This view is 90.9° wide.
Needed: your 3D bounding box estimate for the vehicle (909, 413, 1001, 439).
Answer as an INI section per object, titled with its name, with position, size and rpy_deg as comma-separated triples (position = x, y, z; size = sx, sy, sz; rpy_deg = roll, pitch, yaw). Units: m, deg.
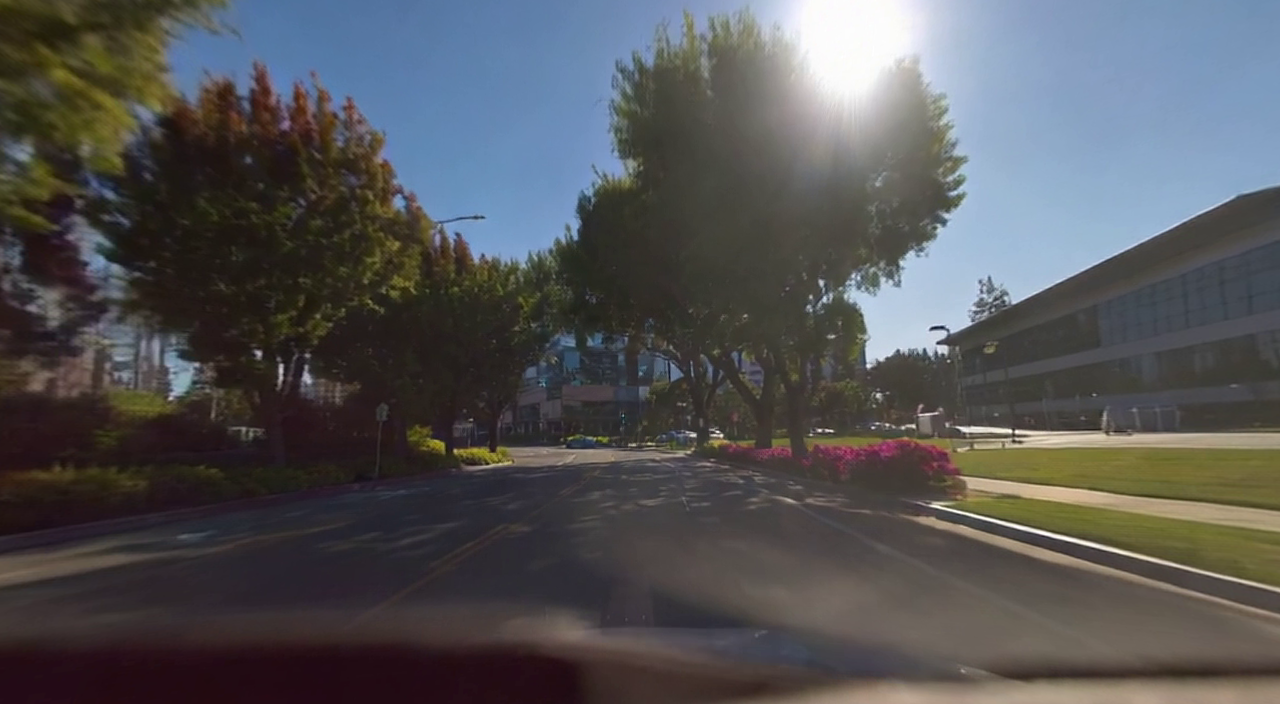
[vehicle]
position = 22.939, 5.412, 46.037
size = 5.623, 1.647, 1.832
rpy_deg = -2, -6, 0
